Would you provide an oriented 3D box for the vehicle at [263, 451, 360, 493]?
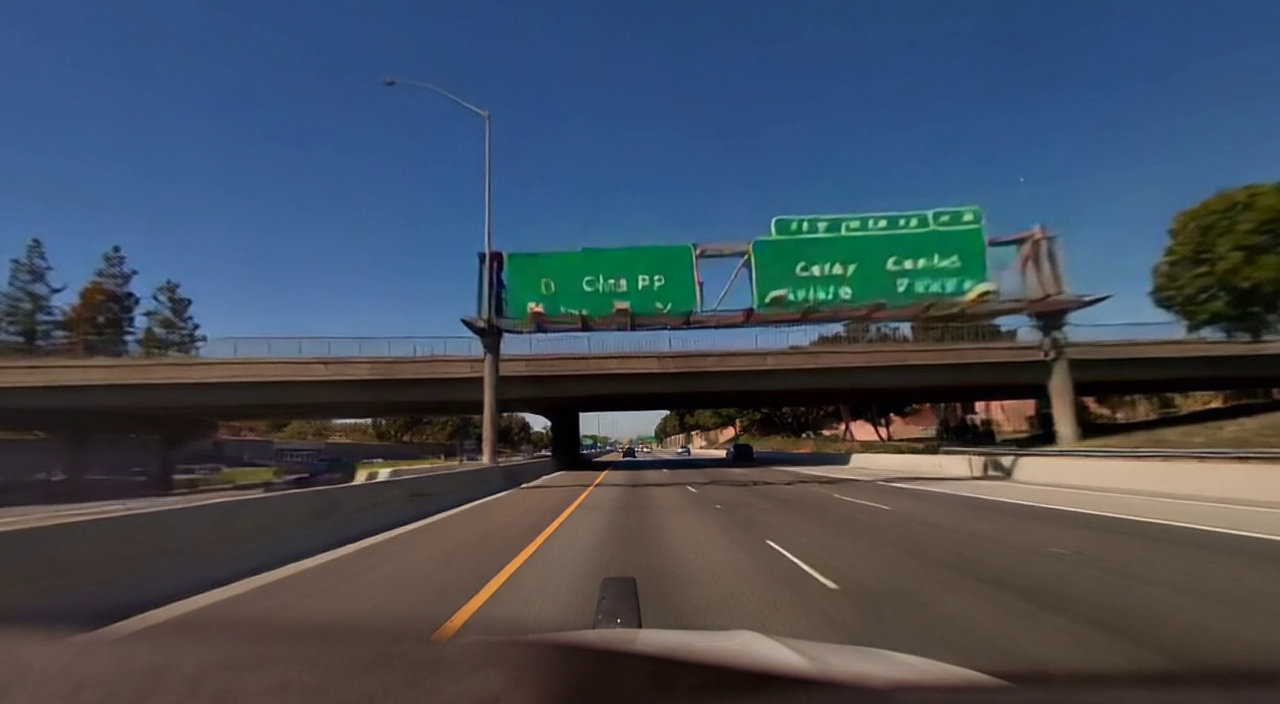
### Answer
[{"bbox_3d":[-14.958,5.436,29.107,2.051,1.734,4.457,0,-9,0],"label":"vehicle"}]

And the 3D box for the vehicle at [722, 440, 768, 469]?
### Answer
[{"bbox_3d":[6.518,6.453,39.826,2.030,1.706,4.279,0,-9,-2],"label":"vehicle"}]
